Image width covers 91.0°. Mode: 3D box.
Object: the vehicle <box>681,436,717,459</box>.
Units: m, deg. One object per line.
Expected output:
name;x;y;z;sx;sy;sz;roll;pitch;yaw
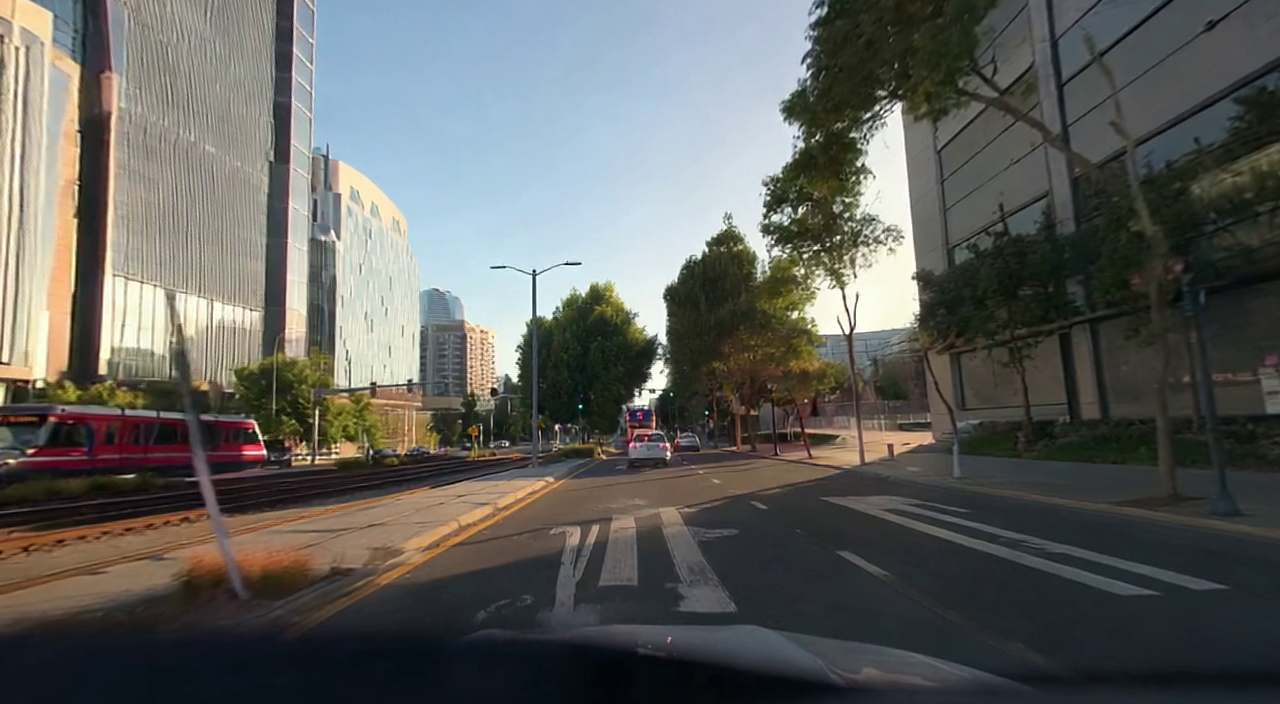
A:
vehicle;4.049;6.648;43.864;1.916;1.466;4.529;0;-9;-1

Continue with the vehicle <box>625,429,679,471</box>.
vehicle;0.488;4.264;27.510;2.190;1.684;4.084;0;-9;0
